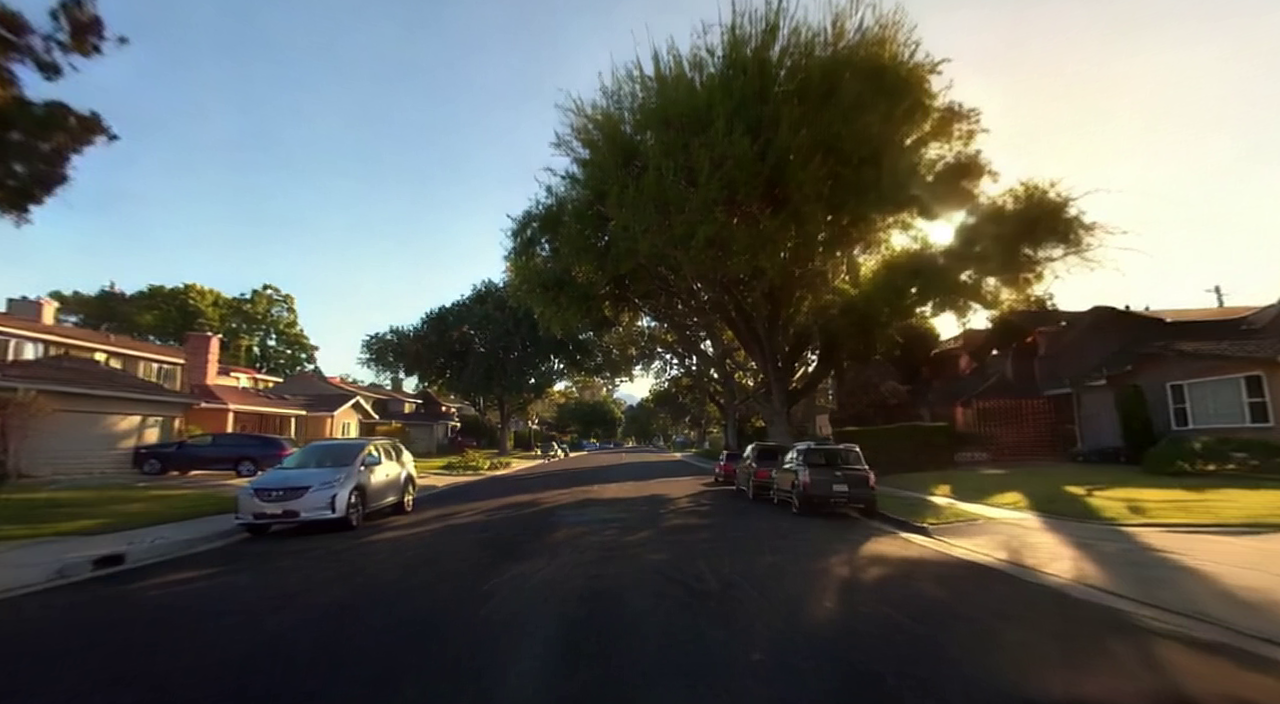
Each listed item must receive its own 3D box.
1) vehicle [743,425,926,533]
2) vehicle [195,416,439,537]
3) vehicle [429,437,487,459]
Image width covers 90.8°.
[{"bbox_3d":[3.536,2.404,12.578,2.033,1.730,4.554,0,-9,-2],"label":"vehicle"},{"bbox_3d":[-6.280,2.515,13.415,2.322,1.949,5.695,-1,-9,-2],"label":"vehicle"},{"bbox_3d":[-14.185,7.558,49.467,3.921,1.629,1.832,0,-10,2],"label":"vehicle"}]
